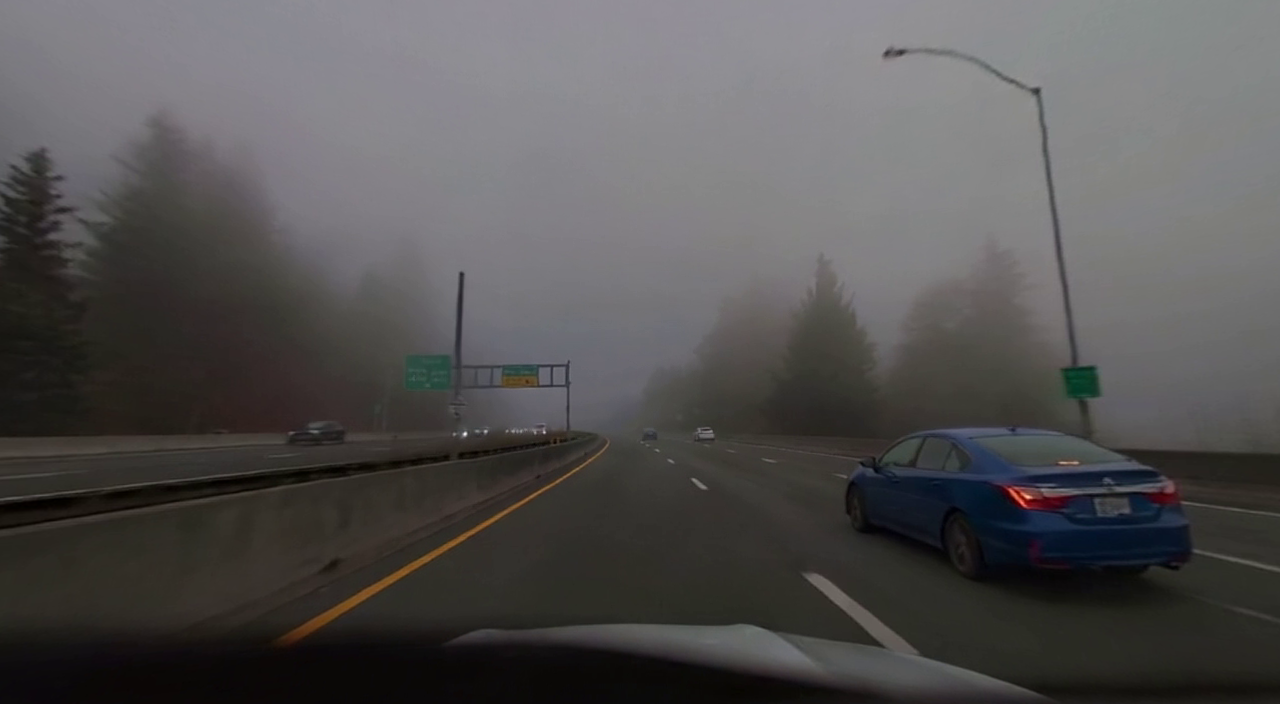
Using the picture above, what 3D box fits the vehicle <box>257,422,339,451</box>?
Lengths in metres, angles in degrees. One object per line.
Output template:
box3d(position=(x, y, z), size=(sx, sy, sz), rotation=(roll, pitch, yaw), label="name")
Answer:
box3d(position=(-18.744, 4.659, 34.808), size=(1.931, 1.490, 4.667), rotation=(0, -8, -1), label="vehicle")

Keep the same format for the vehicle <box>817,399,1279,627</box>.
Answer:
box3d(position=(3.365, 1.305, 6.191), size=(1.977, 1.443, 4.225), rotation=(0, -8, -1), label="vehicle")
